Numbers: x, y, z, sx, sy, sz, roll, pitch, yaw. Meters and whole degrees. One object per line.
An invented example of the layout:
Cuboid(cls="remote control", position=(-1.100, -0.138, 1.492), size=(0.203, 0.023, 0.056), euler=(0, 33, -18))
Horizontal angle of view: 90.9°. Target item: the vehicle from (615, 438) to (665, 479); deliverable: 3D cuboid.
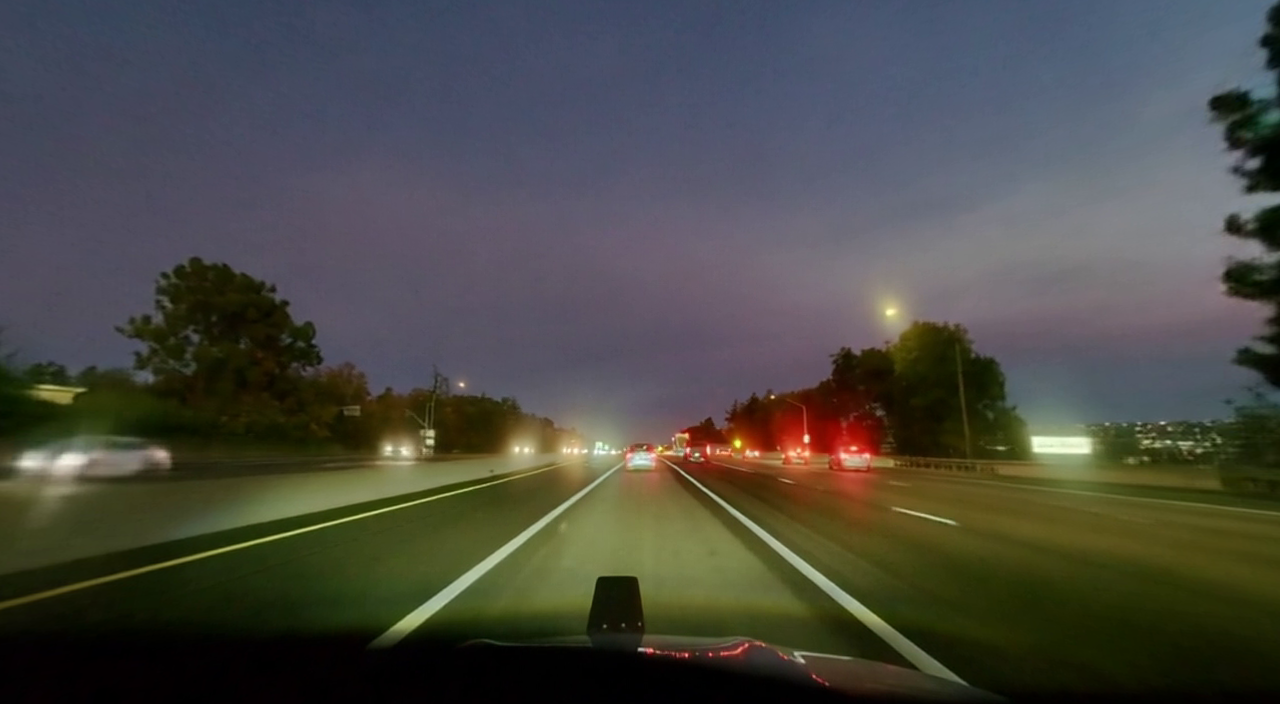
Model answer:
Cuboid(cls="vehicle", position=(-0.039, 4.784, 28.658), size=(2.105, 1.711, 4.293), euler=(0, -9, -1))

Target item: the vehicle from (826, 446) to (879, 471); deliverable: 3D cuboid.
Cuboid(cls="vehicle", position=(13.411, 6.720, 40.071), size=(1.872, 1.459, 4.502), euler=(0, -9, 2))

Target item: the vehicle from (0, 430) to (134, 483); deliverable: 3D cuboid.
Cuboid(cls="vehicle", position=(-21.941, 3.867, 23.600), size=(2.021, 1.772, 4.697), euler=(0, -9, 0))

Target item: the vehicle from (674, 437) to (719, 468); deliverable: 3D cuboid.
Cuboid(cls="vehicle", position=(3.875, 7.010, 44.276), size=(2.505, 2.020, 5.532), euler=(0, -9, -1))

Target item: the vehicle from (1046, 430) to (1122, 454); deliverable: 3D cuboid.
Cuboid(cls="vehicle", position=(34.846, 7.105, 49.572), size=(4.402, 1.637, 1.847), euler=(2, -10, 4))
